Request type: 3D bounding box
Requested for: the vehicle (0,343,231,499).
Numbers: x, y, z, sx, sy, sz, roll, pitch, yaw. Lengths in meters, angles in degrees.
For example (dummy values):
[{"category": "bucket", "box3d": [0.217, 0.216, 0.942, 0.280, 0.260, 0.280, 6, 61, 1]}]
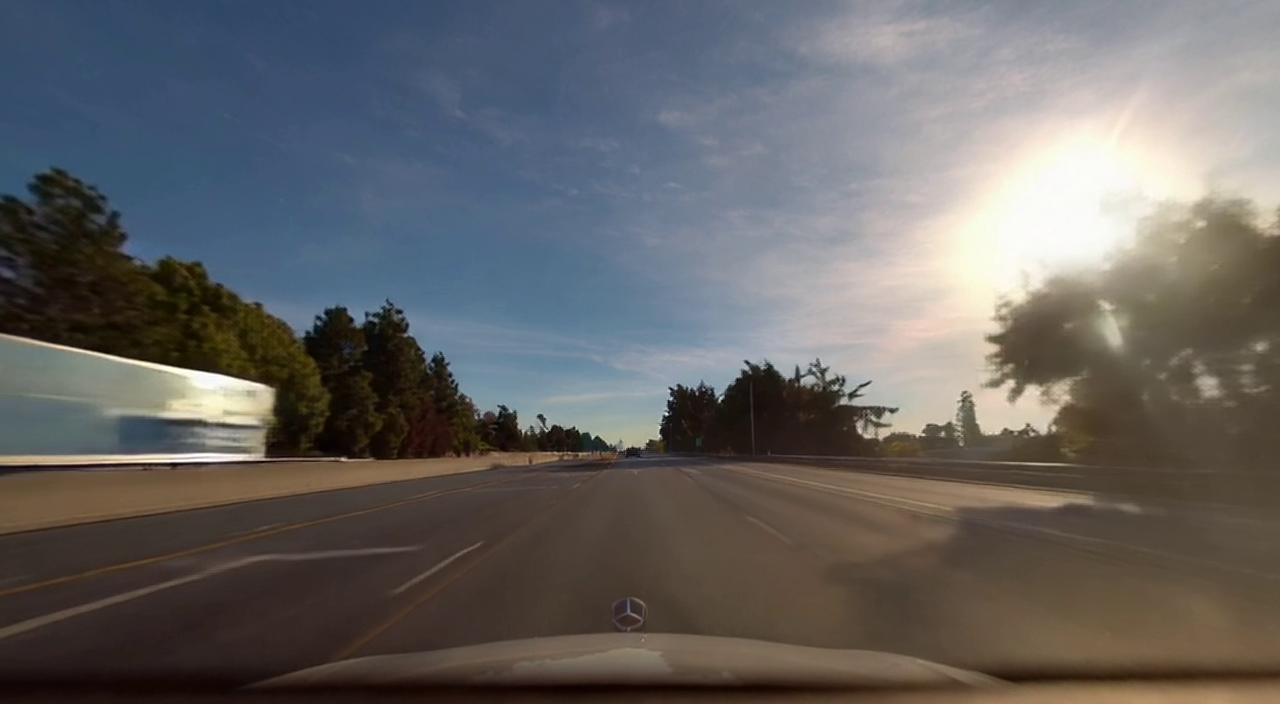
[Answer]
[{"category": "vehicle", "box3d": [-15.878, 2.131, 18.080, 2.845, 3.539, 7.683, 0, -9, 1]}]
